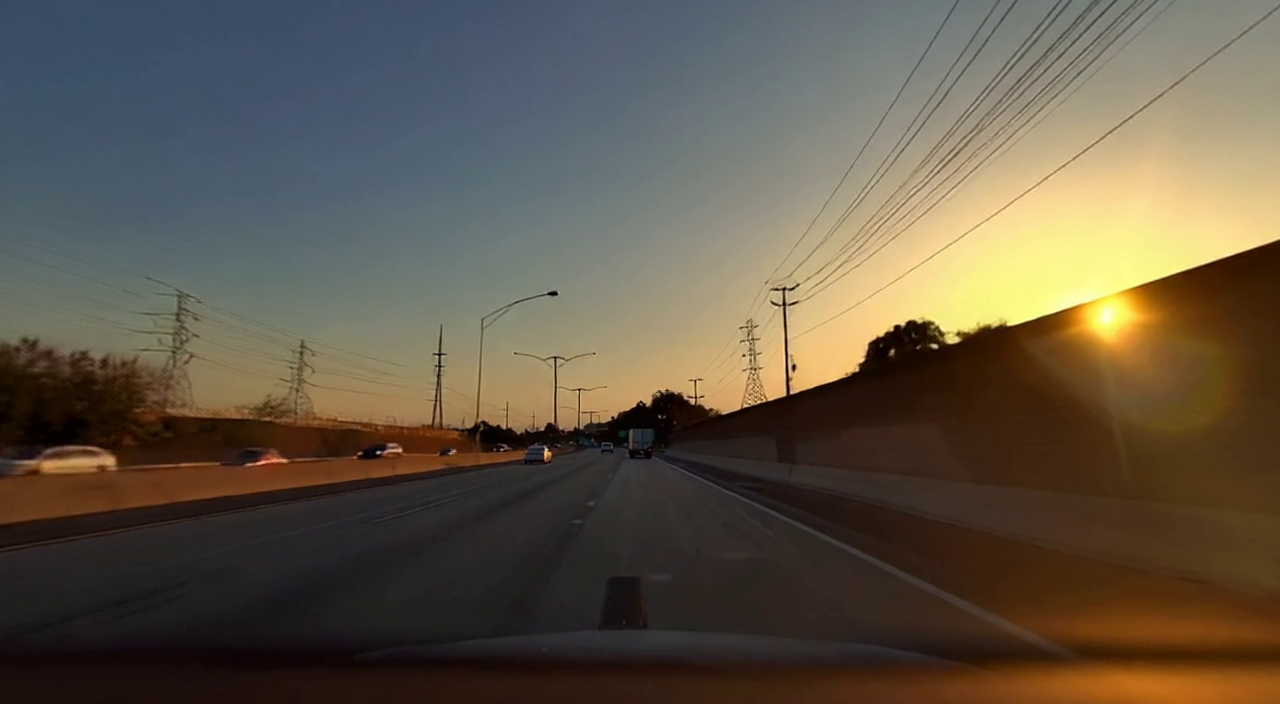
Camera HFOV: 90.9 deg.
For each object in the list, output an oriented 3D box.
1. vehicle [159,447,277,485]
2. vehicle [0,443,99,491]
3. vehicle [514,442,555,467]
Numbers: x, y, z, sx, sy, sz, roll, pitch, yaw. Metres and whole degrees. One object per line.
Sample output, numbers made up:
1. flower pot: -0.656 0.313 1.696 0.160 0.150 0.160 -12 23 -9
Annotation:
1. vehicle: -17.960 4.860 27.172 1.861 1.454 4.705 0 -8 0
2. vehicle: -21.803 3.983 22.019 1.824 1.544 4.480 0 -8 -1
3. vehicle: -7.269 7.095 43.980 2.064 1.642 4.389 0 -8 0
